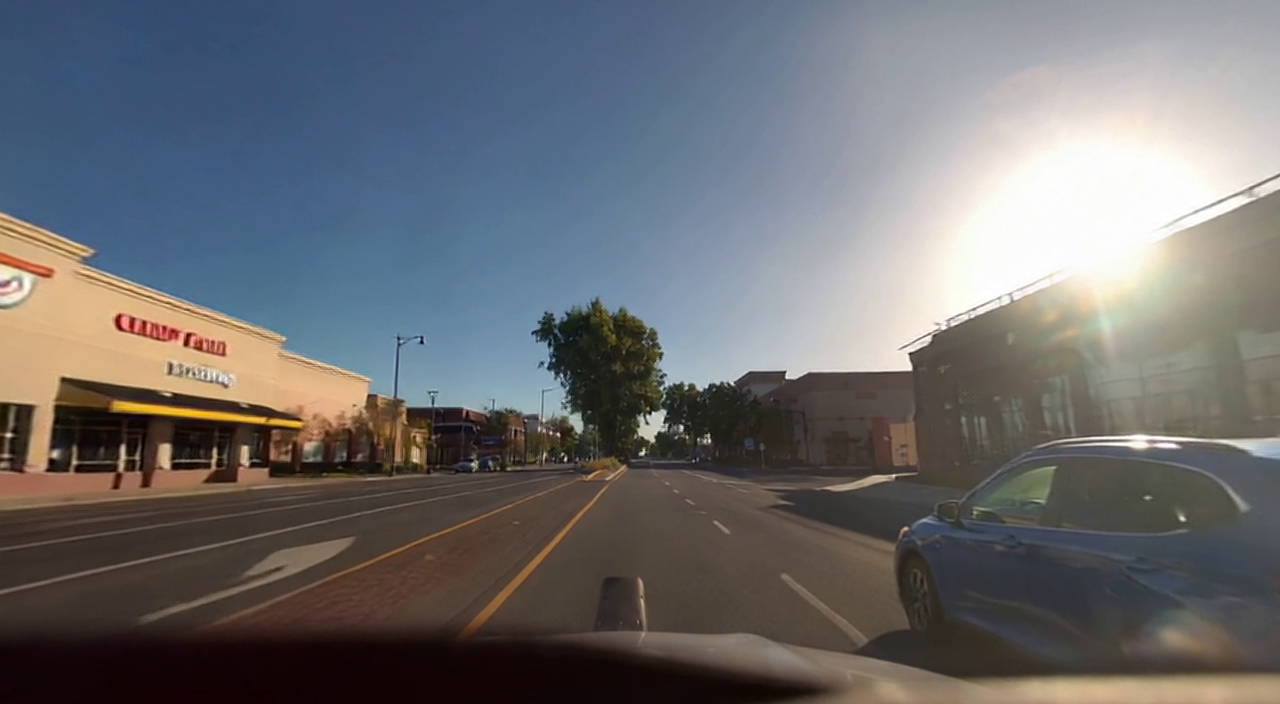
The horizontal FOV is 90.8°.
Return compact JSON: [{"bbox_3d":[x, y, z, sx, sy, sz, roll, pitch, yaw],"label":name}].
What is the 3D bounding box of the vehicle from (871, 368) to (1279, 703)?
[{"bbox_3d":[3.090,1.019,2.975,2.015,1.641,4.995,0,-9,-1],"label":"vehicle"}]
